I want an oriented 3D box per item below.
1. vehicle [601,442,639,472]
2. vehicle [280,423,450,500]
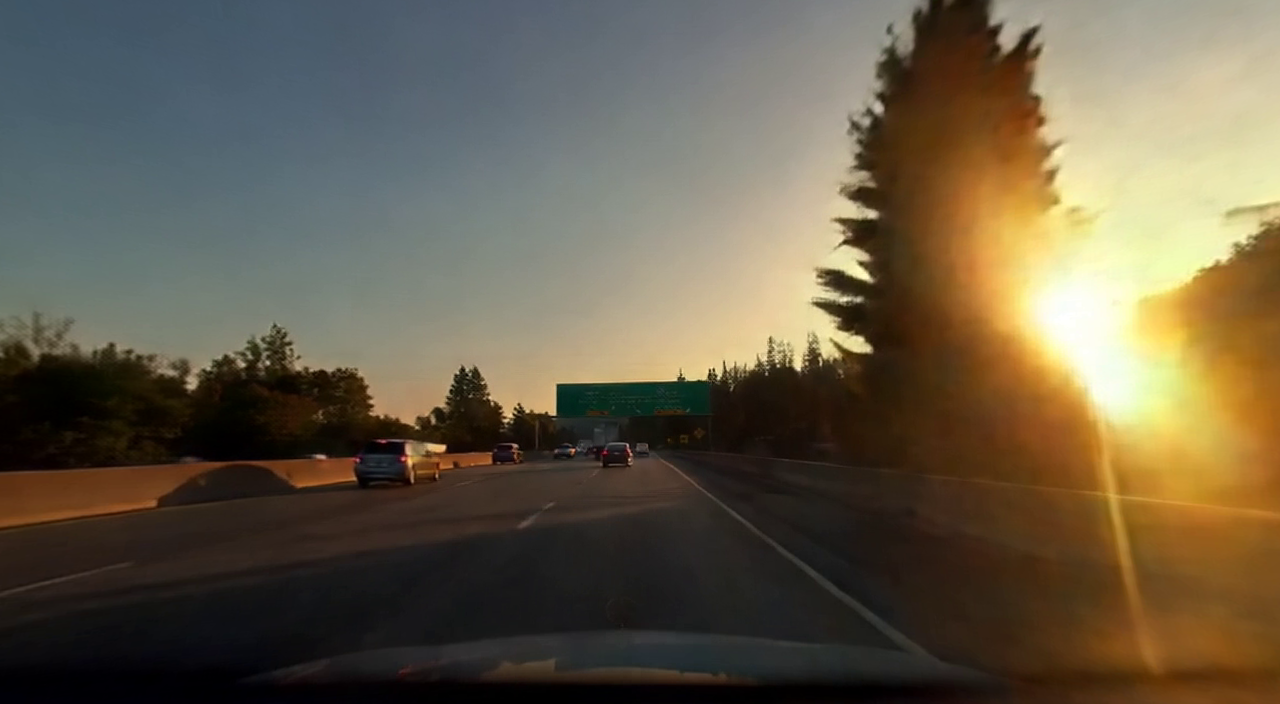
[{"bbox_3d":[-1.040,5.794,34.994,1.931,1.528,4.126,0,-8,1],"label":"vehicle"},{"bbox_3d":[-7.337,2.987,17.665,2.115,1.778,5.572,0,-8,1],"label":"vehicle"}]
